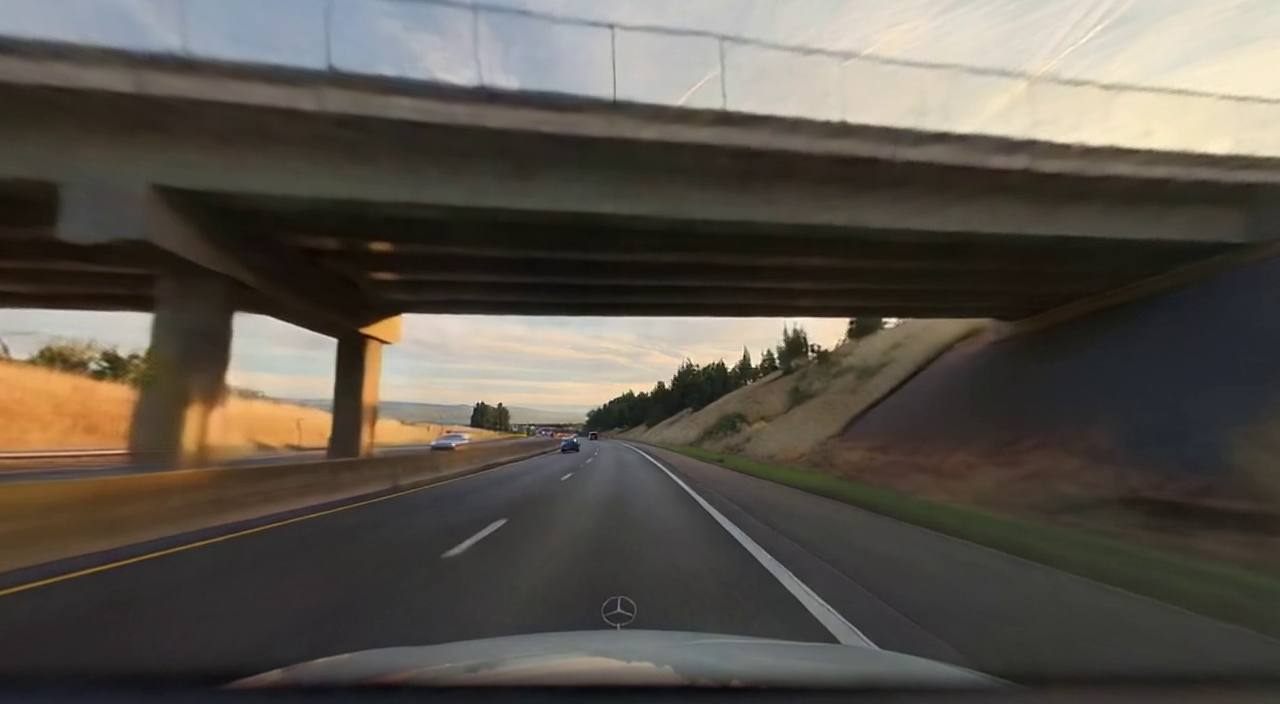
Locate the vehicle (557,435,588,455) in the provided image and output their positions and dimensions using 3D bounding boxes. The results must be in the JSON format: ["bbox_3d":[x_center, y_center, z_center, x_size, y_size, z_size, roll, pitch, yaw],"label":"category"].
[{"bbox_3d":[-5.100,7.098,48.202,2.005,1.509,4.260,0,-8,-2],"label":"vehicle"}]
